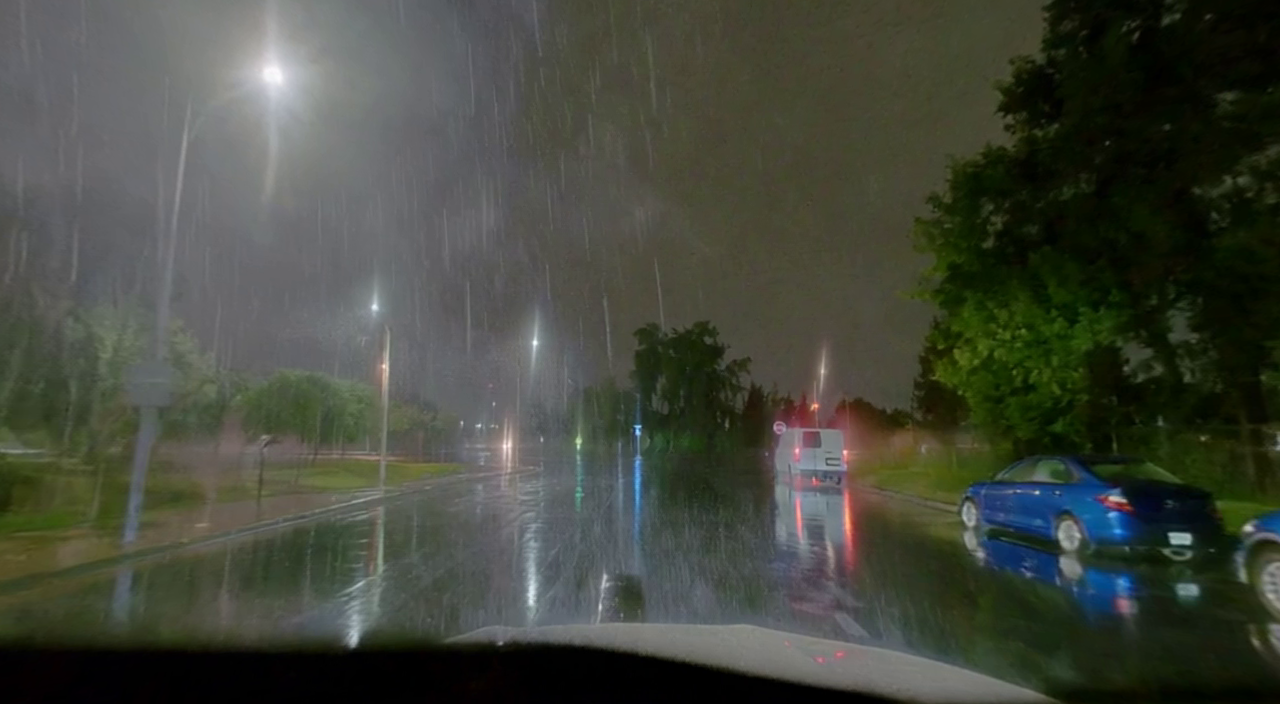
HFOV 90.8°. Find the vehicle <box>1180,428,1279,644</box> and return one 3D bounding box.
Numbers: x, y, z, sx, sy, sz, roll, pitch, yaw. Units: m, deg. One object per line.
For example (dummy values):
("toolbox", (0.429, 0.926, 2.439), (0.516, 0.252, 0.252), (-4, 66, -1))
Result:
("vehicle", (5.567, 1.060, 2.760), (2.135, 1.533, 5.038), (0, -8, 3))

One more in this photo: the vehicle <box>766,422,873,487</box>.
("vehicle", (6.943, 4.068, 25.386), (2.659, 2.245, 5.991), (0, -8, 1))

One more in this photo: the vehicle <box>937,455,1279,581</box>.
("vehicle", (6.176, 2.154, 9.005), (1.970, 1.269, 4.199), (0, -8, 2))
